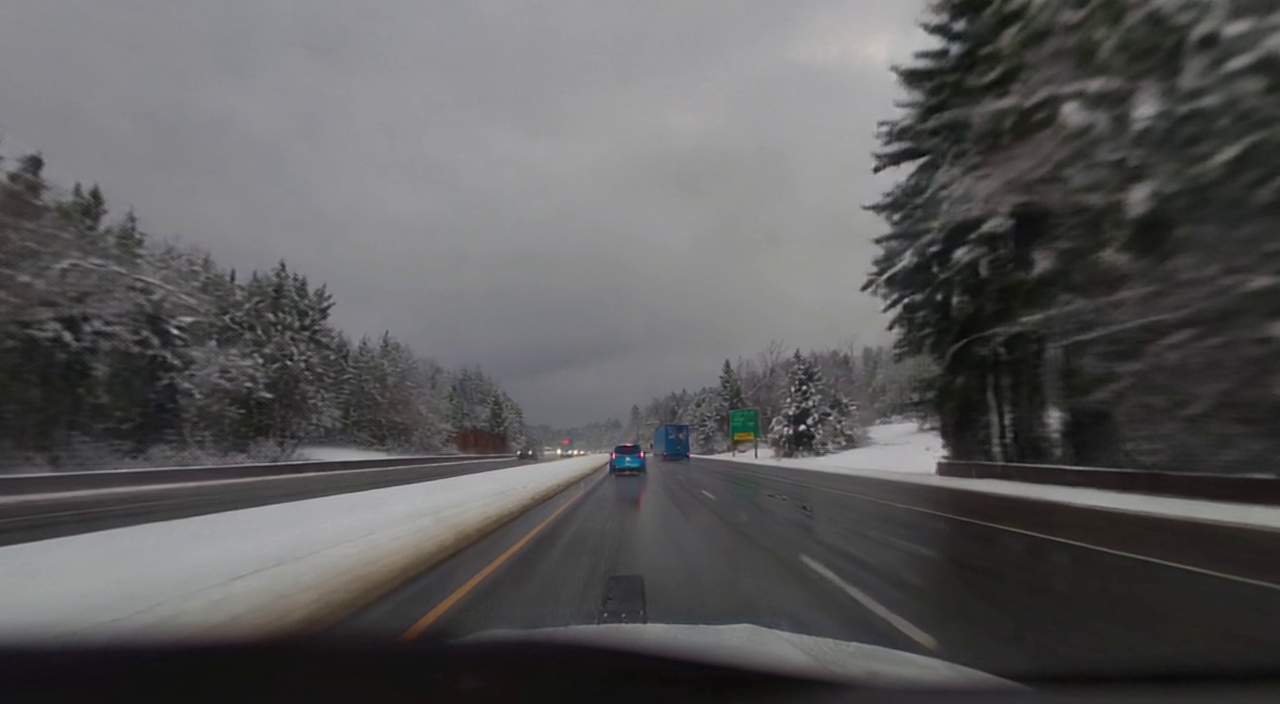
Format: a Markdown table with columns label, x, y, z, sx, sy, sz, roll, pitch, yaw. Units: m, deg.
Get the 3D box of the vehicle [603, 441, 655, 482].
| label | x | y | z | sx | sy | sz | roll | pitch | yaw |
| --- | --- | --- | --- | --- | --- | --- | --- | --- | --- |
| vehicle | -0.482 | 4.951 | 28.771 | 2.190 | 1.706 | 4.062 | 0 | -9 | -1 |
